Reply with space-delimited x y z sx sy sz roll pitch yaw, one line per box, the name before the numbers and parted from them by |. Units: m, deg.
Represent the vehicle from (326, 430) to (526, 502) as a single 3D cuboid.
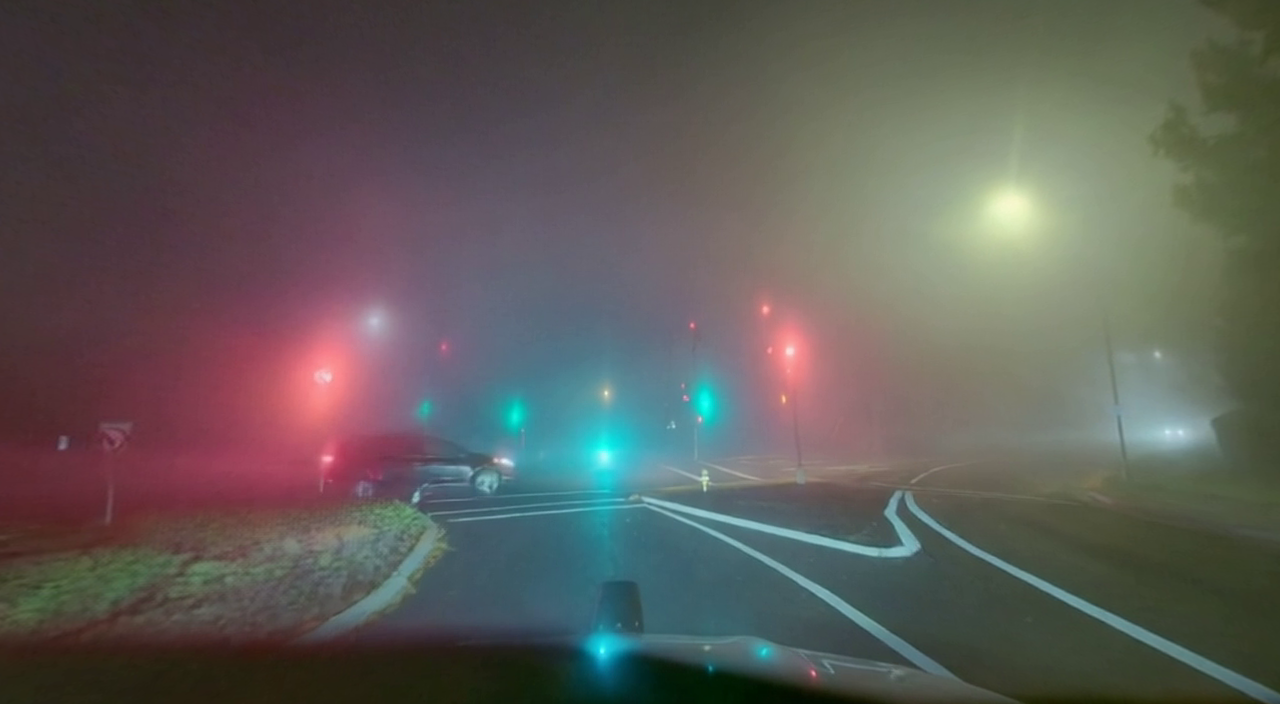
vehicle | -5.427 2.844 16.149 4.545 1.602 2.014 4 -9 -27
